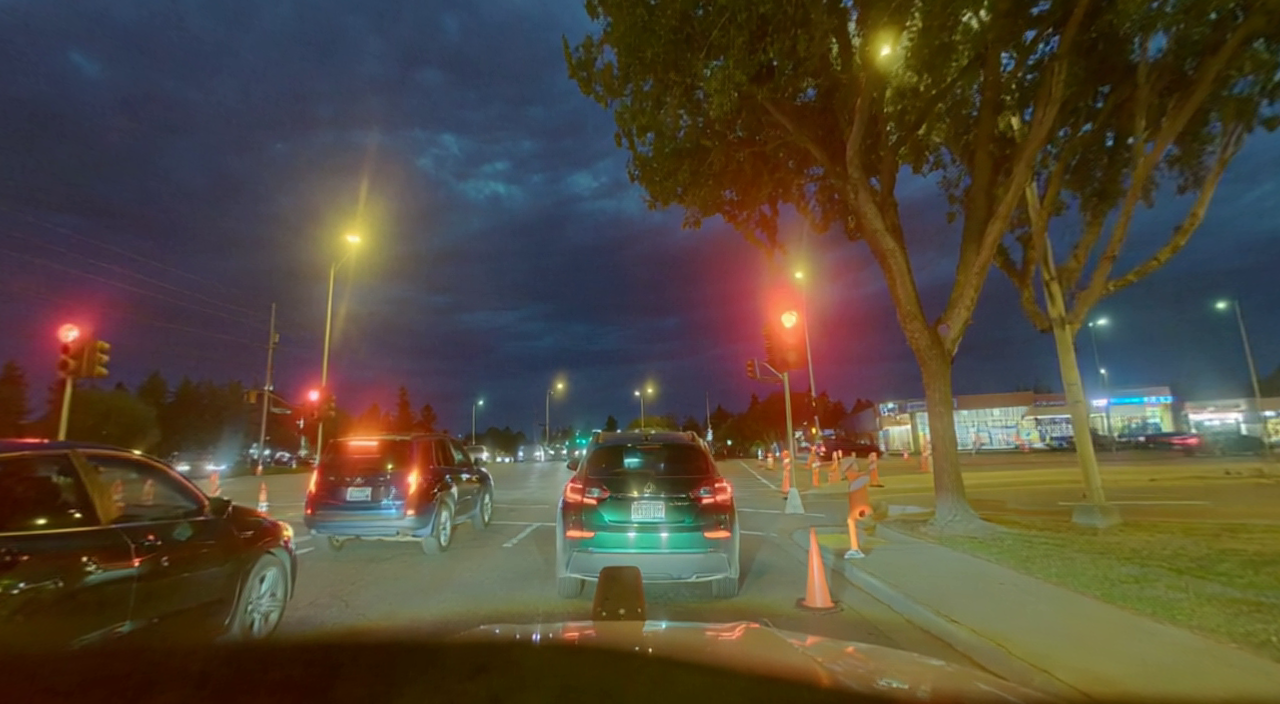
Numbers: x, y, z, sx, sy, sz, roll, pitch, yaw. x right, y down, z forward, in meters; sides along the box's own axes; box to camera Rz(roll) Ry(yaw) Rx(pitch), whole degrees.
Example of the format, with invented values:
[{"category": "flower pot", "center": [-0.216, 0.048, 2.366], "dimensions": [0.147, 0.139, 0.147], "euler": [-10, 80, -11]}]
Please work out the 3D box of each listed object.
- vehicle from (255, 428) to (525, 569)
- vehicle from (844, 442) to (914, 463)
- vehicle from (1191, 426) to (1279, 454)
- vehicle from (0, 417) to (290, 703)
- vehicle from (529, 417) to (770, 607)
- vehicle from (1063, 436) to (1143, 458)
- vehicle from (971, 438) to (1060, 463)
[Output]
[{"category": "vehicle", "center": [-3.251, 1.999, 9.451], "dimensions": [1.989, 1.541, 4.626], "euler": [0, -9, 2]}, {"category": "vehicle", "center": [17.924, 7.577, 47.328], "dimensions": [4.581, 1.480, 1.752], "euler": [1, -9, 0]}, {"category": "vehicle", "center": [38.999, 5.707, 40.682], "dimensions": [4.805, 1.688, 1.923], "euler": [0, -9, 1]}, {"category": "vehicle", "center": [-3.580, 0.950, 2.148], "dimensions": [1.964, 1.497, 4.722], "euler": [0, -9, 1]}, {"category": "vehicle", "center": [0.125, 1.629, 7.211], "dimensions": [2.021, 1.560, 3.676], "euler": [0, -9, 1]}, {"category": "vehicle", "center": [36.698, 7.566, 49.969], "dimensions": [4.791, 1.635, 1.857], "euler": [0, -9, 1]}, {"category": "vehicle", "center": [24.063, 6.334, 40.449], "dimensions": [4.463, 1.482, 1.808], "euler": [0, -9, 2]}]
